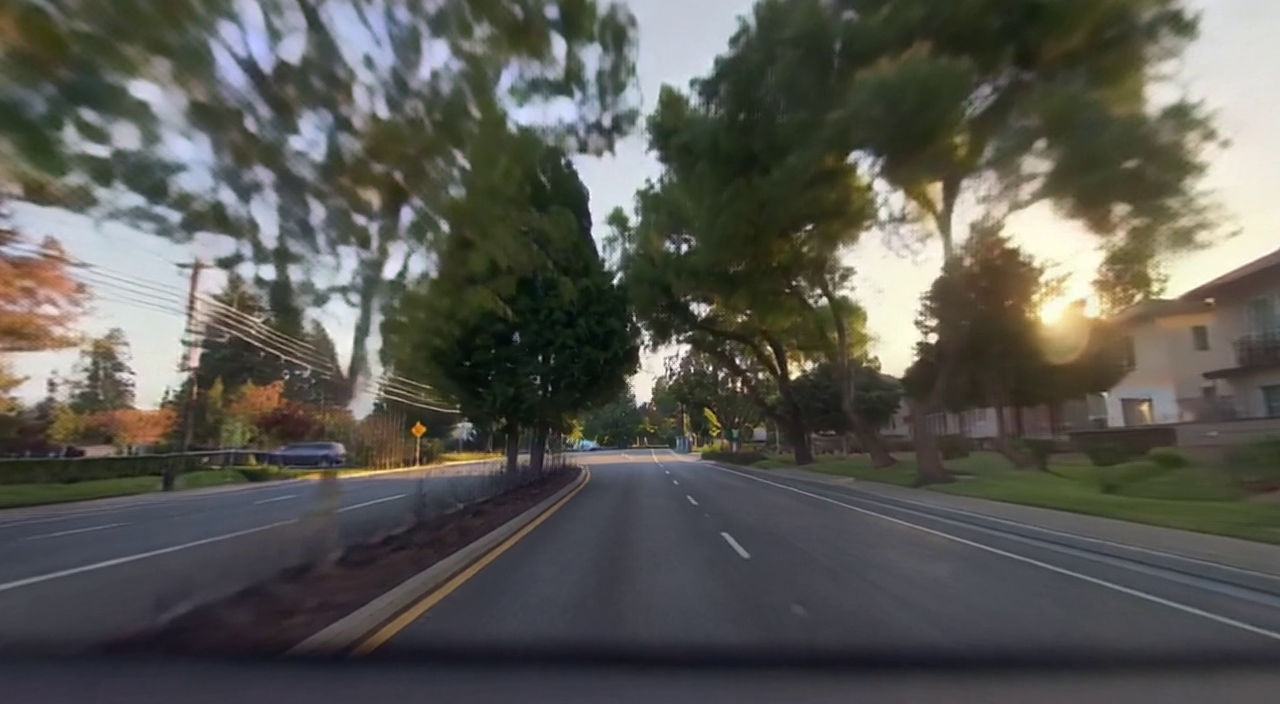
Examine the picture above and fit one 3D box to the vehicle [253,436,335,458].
[{"bbox_3d":[-22.804,6.244,41.632,4.265,1.393,2.071,0,-8,4],"label":"vehicle"}]
